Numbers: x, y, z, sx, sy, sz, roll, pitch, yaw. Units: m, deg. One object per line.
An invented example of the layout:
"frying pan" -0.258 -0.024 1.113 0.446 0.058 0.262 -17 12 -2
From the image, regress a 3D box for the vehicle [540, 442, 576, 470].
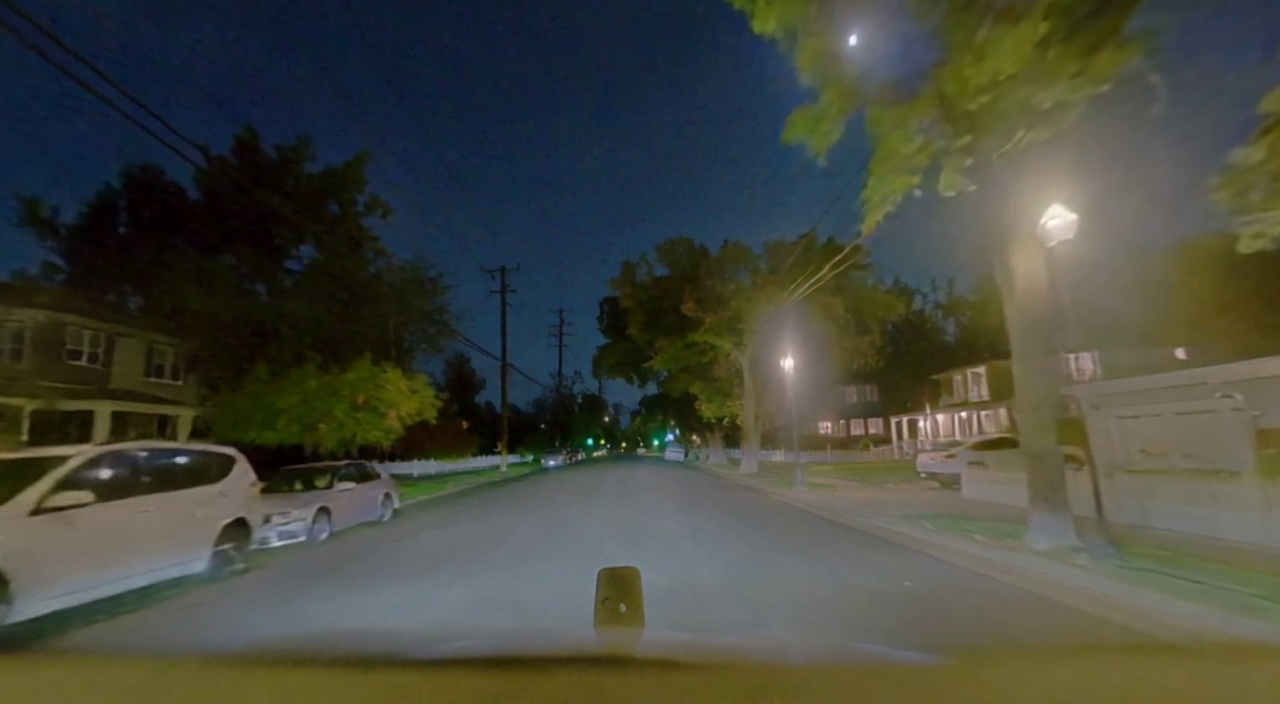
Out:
"vehicle" -6.341 8.032 49.169 2.050 1.911 4.852 -3 -7 0

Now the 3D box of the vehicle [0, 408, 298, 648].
"vehicle" -5.829 1.591 6.253 2.015 1.766 5.450 -3 -8 -2

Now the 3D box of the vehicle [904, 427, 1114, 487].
"vehicle" 10.228 2.956 17.802 4.629 1.504 1.945 -1 -9 -1
